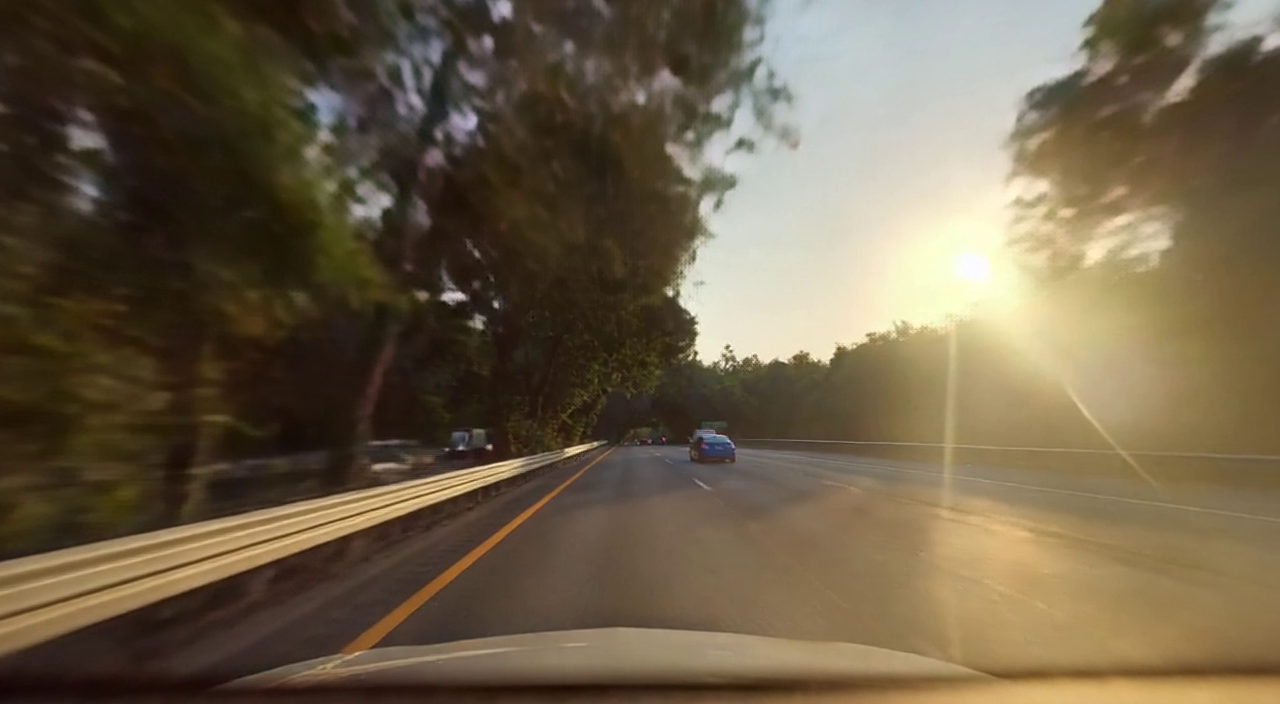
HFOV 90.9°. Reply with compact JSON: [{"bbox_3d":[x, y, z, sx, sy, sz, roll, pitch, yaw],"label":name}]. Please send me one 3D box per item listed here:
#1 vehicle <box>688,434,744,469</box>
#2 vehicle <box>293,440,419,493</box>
[{"bbox_3d":[3.555,4.700,30.098,2.017,1.502,4.369,0,-8,-2],"label":"vehicle"},{"bbox_3d":[-9.137,3.677,20.836,1.972,1.497,4.856,0,-8,-1],"label":"vehicle"}]
